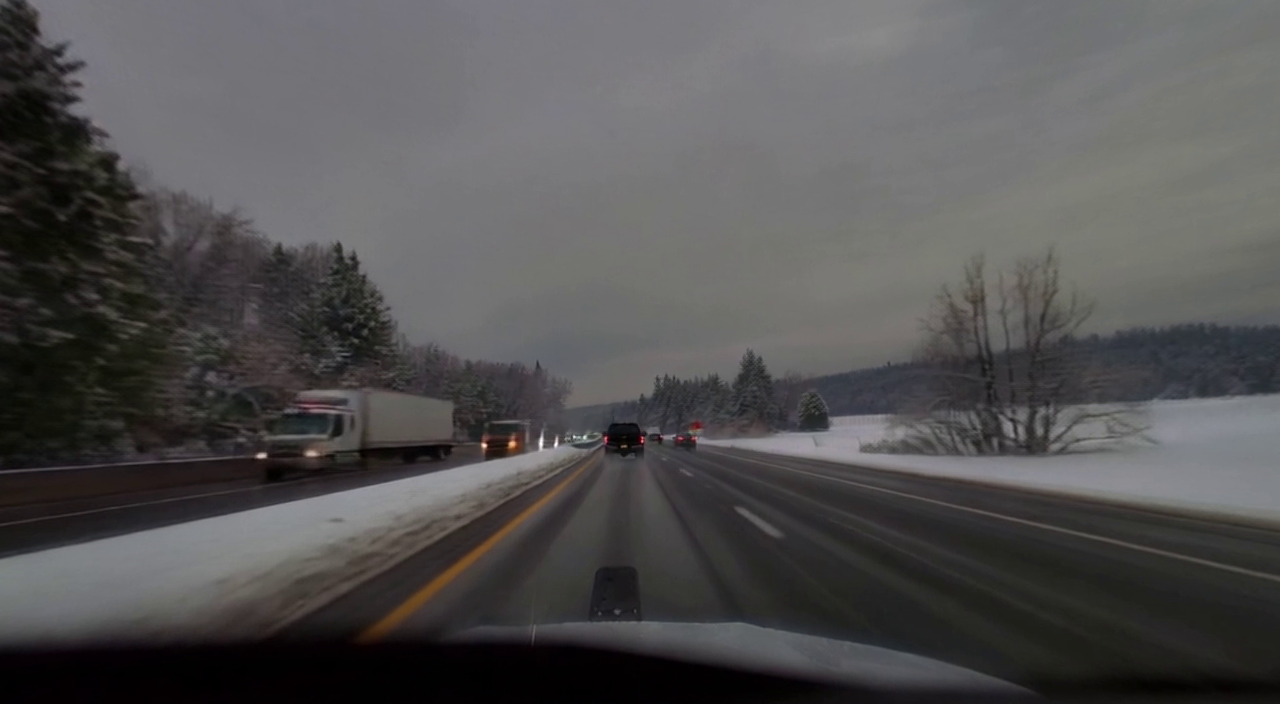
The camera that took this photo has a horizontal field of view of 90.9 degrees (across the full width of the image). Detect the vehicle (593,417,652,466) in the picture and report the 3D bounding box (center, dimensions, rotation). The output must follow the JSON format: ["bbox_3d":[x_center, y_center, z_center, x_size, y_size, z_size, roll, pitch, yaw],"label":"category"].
[{"bbox_3d":[-0.815,4.100,29.076,2.503,2.044,4.633,0,-8,-2],"label":"vehicle"}]

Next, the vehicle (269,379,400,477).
[{"bbox_3d":[-14.067,3.614,29.730,3.035,4.125,6.158,0,-8,-1],"label":"vehicle"}]

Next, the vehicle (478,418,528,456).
[{"bbox_3d":[-10.067,6.346,46.874,2.496,2.608,6.293,0,-8,-1],"label":"vehicle"}]
